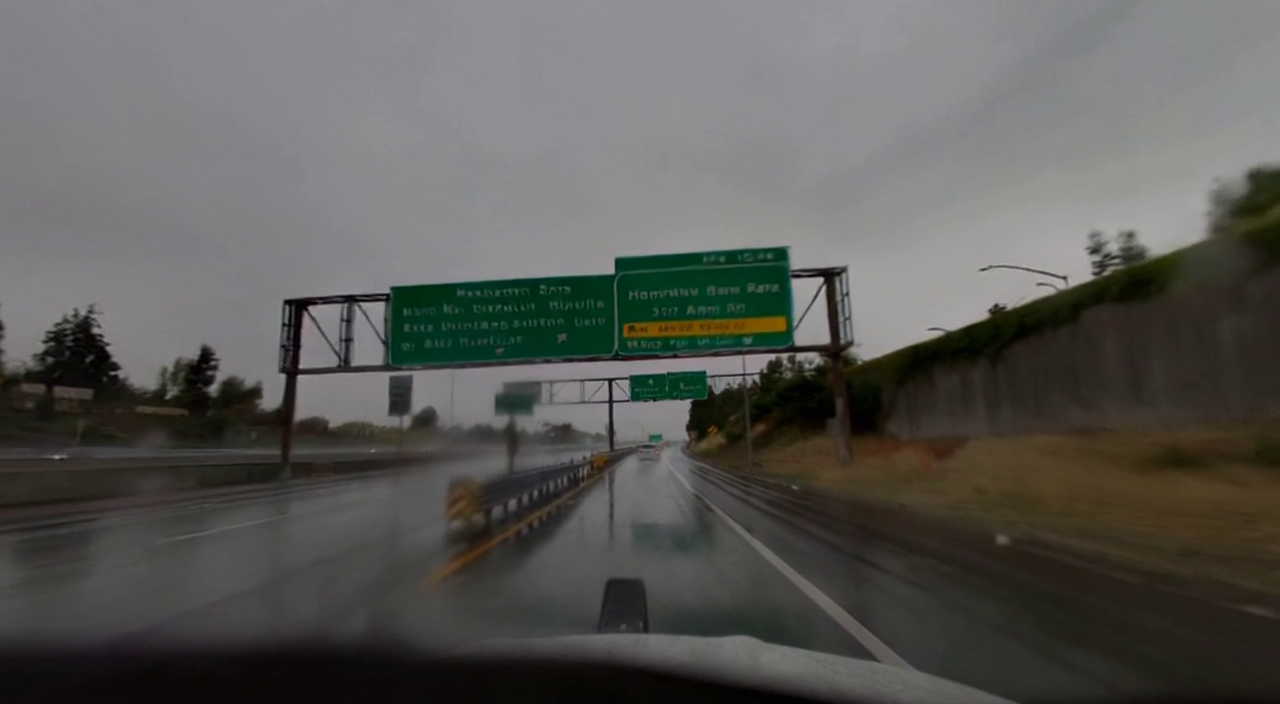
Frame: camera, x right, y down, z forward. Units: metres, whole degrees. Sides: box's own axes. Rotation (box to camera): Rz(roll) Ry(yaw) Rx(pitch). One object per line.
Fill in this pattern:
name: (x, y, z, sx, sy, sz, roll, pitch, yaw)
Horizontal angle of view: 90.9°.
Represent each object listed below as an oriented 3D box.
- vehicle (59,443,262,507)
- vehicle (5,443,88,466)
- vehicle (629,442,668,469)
vehicle: (-12.573, 3.205, 17.029, 1.946, 1.461, 4.602, 0, -8, -1)
vehicle: (-41.962, 7.209, 44.735, 1.780, 1.457, 4.568, 1, -8, -6)
vehicle: (0.456, 6.018, 36.868, 2.137, 1.461, 3.999, 0, -8, -1)
